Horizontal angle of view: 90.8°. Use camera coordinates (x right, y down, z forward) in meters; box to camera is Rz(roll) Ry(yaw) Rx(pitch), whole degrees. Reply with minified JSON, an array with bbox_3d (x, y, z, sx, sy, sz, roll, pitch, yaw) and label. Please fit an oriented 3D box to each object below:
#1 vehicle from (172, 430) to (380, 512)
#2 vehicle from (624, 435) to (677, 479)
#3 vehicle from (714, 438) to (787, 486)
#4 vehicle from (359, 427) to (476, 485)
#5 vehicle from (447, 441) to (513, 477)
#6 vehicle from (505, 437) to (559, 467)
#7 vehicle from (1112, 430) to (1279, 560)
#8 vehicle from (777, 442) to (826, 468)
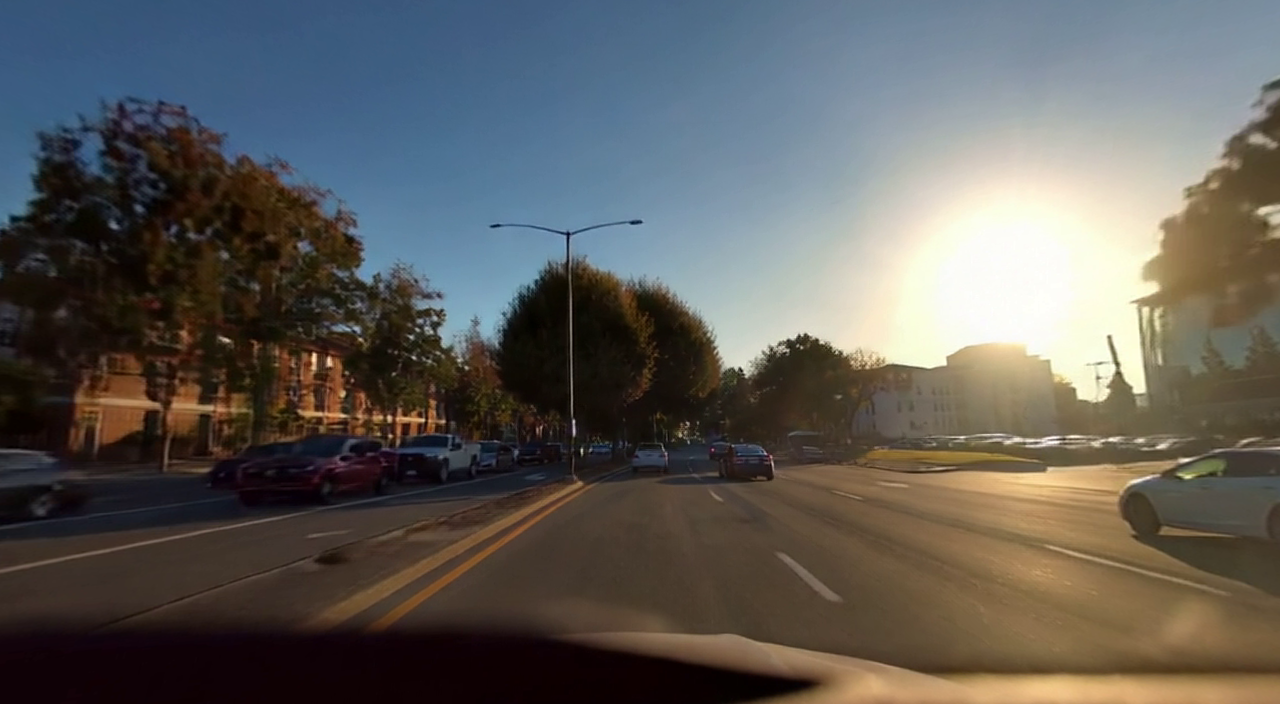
[{"bbox_3d":[-8.692,2.875,15.785,2.183,1.706,4.862,0,-9,1],"label":"vehicle"},{"bbox_3d":[0.502,4.468,27.096,2.101,1.694,3.979,0,-9,2],"label":"vehicle"},{"bbox_3d":[3.725,3.764,21.893,1.852,1.498,3.825,0,-9,0],"label":"vehicle"},{"bbox_3d":[-8.386,3.987,24.510,2.460,1.970,5.271,0,-9,2],"label":"vehicle"},{"bbox_3d":[-7.993,5.379,32.121,1.920,1.590,5.041,-3,-8,2],"label":"vehicle"},{"bbox_3d":[-7.090,6.657,42.069,2.218,1.819,5.732,-1,-9,4],"label":"vehicle"},{"bbox_3d":[8.220,1.646,7.345,1.909,1.456,4.569,0,-9,0],"label":"vehicle"},{"bbox_3d":[9.531,6.102,37.646,1.860,1.475,4.488,0,-9,2],"label":"vehicle"}]
